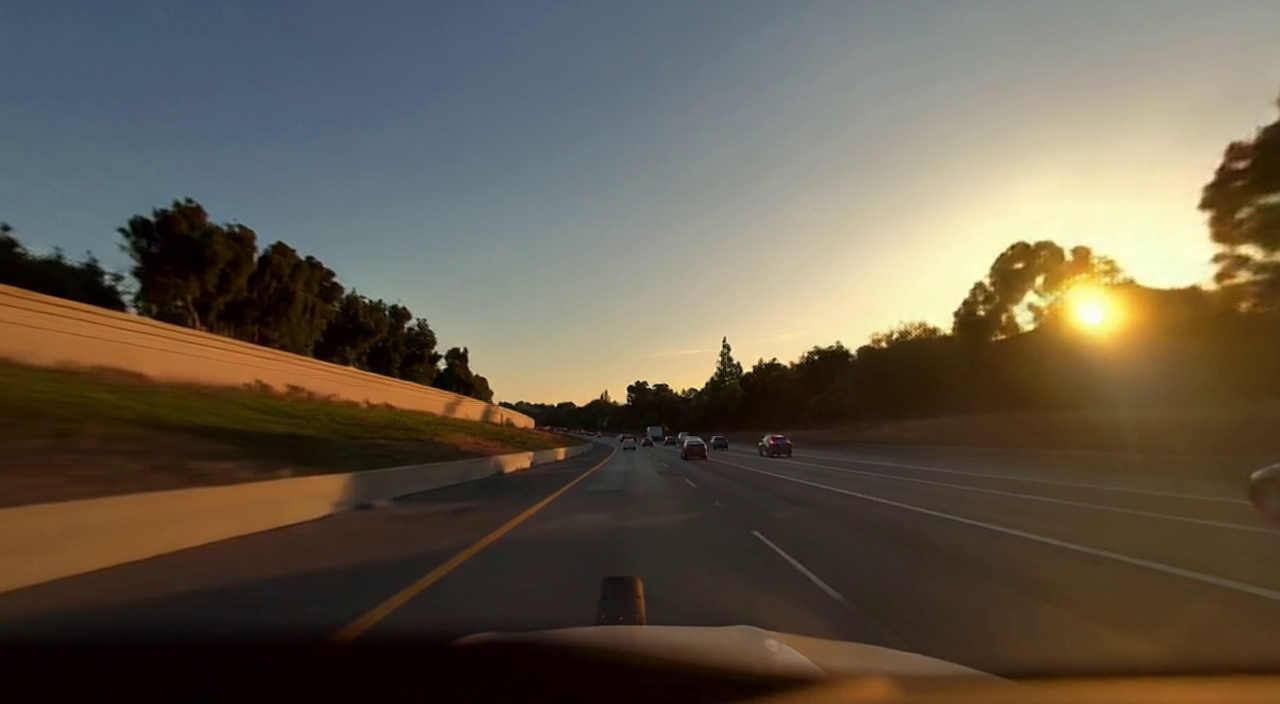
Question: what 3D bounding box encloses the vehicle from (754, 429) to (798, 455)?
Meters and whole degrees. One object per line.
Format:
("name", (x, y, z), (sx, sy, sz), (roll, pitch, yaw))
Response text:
("vehicle", (10.006, 6.690, 46.634), (2.077, 1.763, 4.472), (1, -8, -2))
